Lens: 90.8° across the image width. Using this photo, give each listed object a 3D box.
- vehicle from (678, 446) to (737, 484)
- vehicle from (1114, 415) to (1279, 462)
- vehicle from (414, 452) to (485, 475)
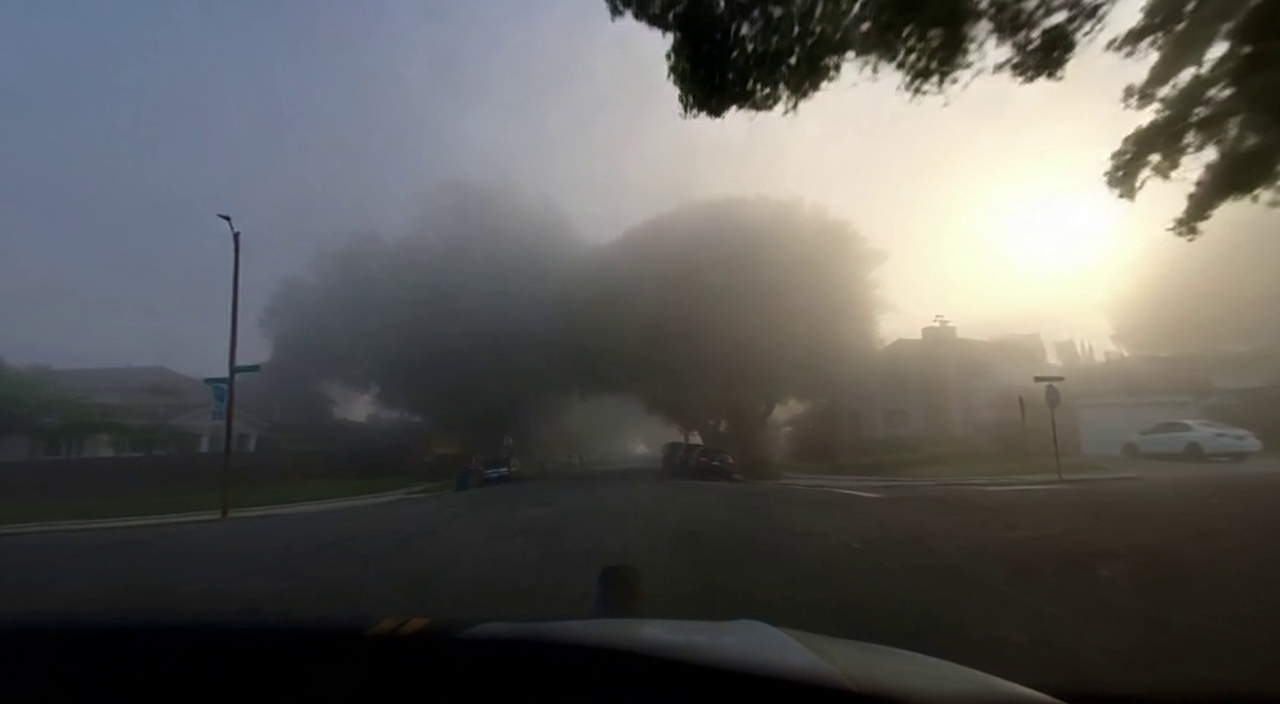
[{"bbox_3d":[2.815,4.809,27.290,1.881,1.487,4.183,0,-9,-3],"label":"vehicle"},{"bbox_3d":[19.371,3.089,22.278,1.839,1.466,4.486,0,-9,0],"label":"vehicle"},{"bbox_3d":[-13.466,7.878,44.924,4.423,1.522,1.961,0,-9,-1],"label":"vehicle"}]
